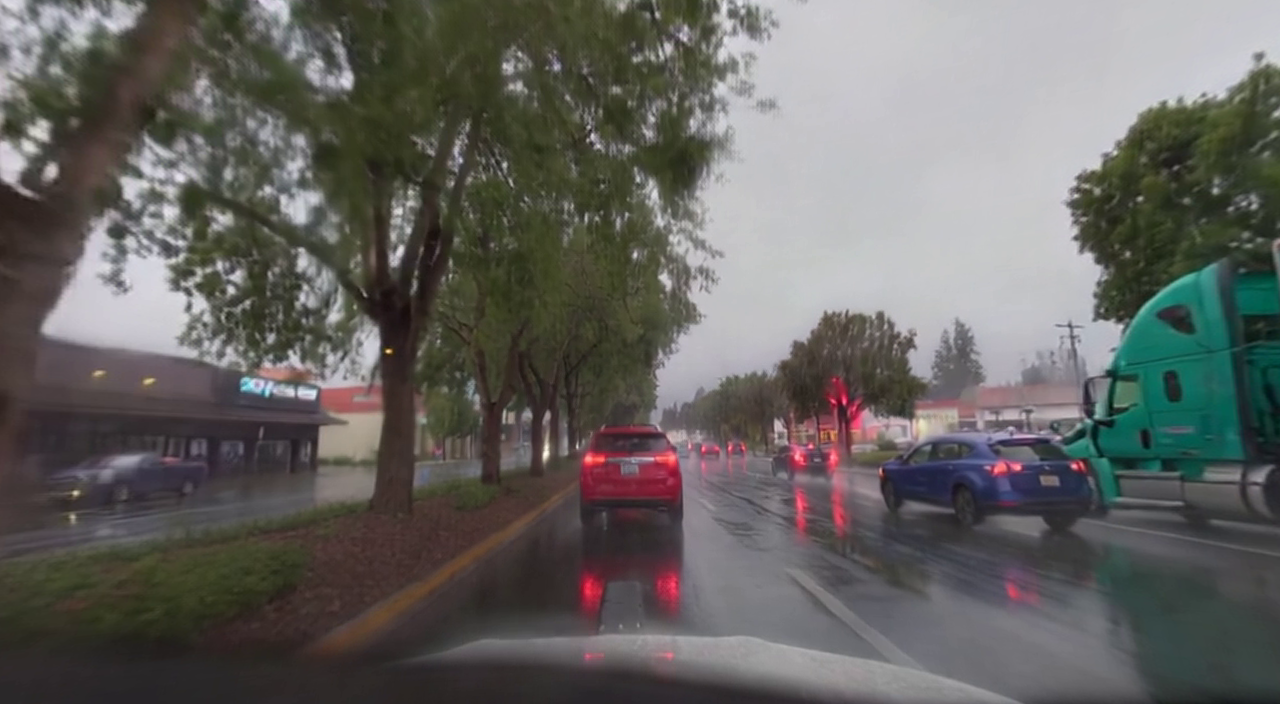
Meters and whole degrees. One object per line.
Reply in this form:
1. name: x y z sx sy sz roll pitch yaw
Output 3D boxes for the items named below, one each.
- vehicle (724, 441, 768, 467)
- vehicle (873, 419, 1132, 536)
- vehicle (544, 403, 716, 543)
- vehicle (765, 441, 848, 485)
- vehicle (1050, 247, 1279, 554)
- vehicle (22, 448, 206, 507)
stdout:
1. vehicle: 6.534 6.349 39.380 1.914 1.523 4.287 0 -9 -1
2. vehicle: 6.181 2.185 11.597 2.056 1.703 4.428 0 -9 -1
3. vehicle: -0.161 1.958 10.744 2.320 1.880 4.192 0 -9 -1
4. vehicle: 6.413 4.305 24.888 2.035 1.553 4.465 0 -9 0
5. vehicle: 9.988 0.678 8.637 3.030 4.019 8.420 0 -9 0
6. vehicle: -19.292 4.574 23.644 2.302 1.939 5.221 0 -9 1
